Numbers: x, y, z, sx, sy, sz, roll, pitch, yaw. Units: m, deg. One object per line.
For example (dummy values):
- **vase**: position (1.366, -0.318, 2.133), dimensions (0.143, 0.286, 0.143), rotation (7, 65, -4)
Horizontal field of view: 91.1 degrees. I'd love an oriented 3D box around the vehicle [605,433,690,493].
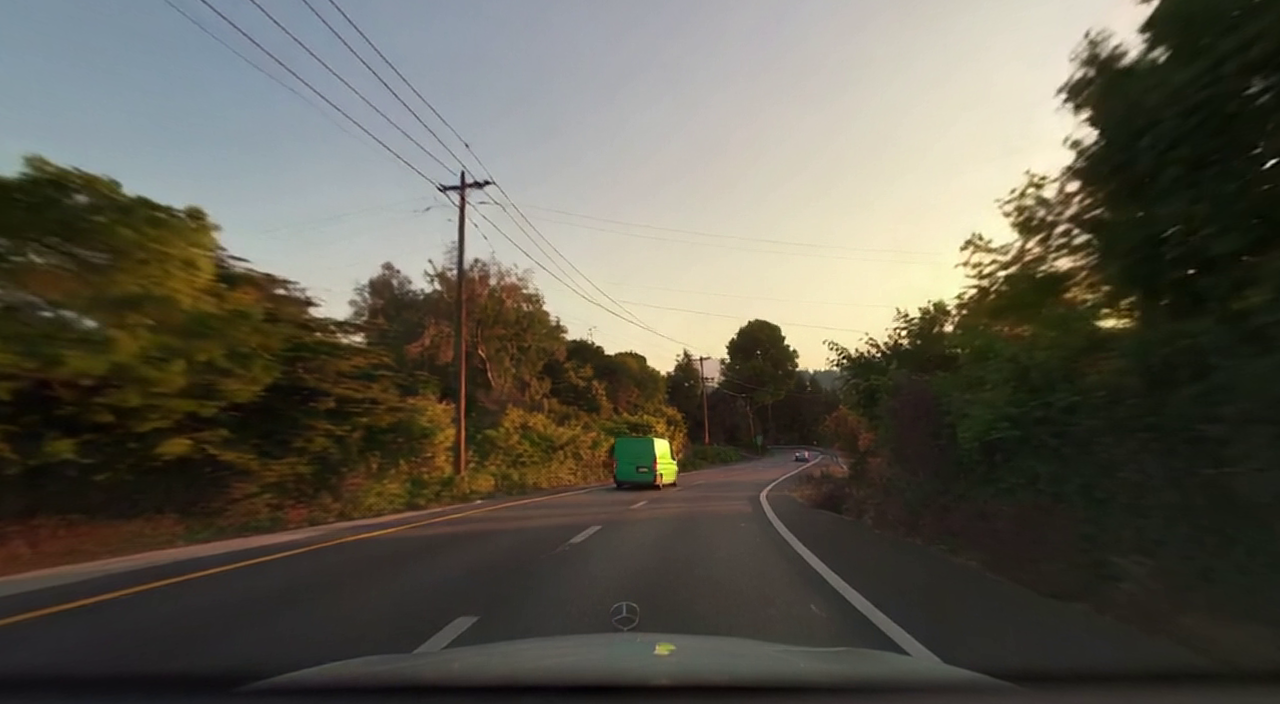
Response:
- **vehicle**: position (0.410, 4.180, 23.900), dimensions (2.270, 2.023, 4.632), rotation (-3, -9, 13)
